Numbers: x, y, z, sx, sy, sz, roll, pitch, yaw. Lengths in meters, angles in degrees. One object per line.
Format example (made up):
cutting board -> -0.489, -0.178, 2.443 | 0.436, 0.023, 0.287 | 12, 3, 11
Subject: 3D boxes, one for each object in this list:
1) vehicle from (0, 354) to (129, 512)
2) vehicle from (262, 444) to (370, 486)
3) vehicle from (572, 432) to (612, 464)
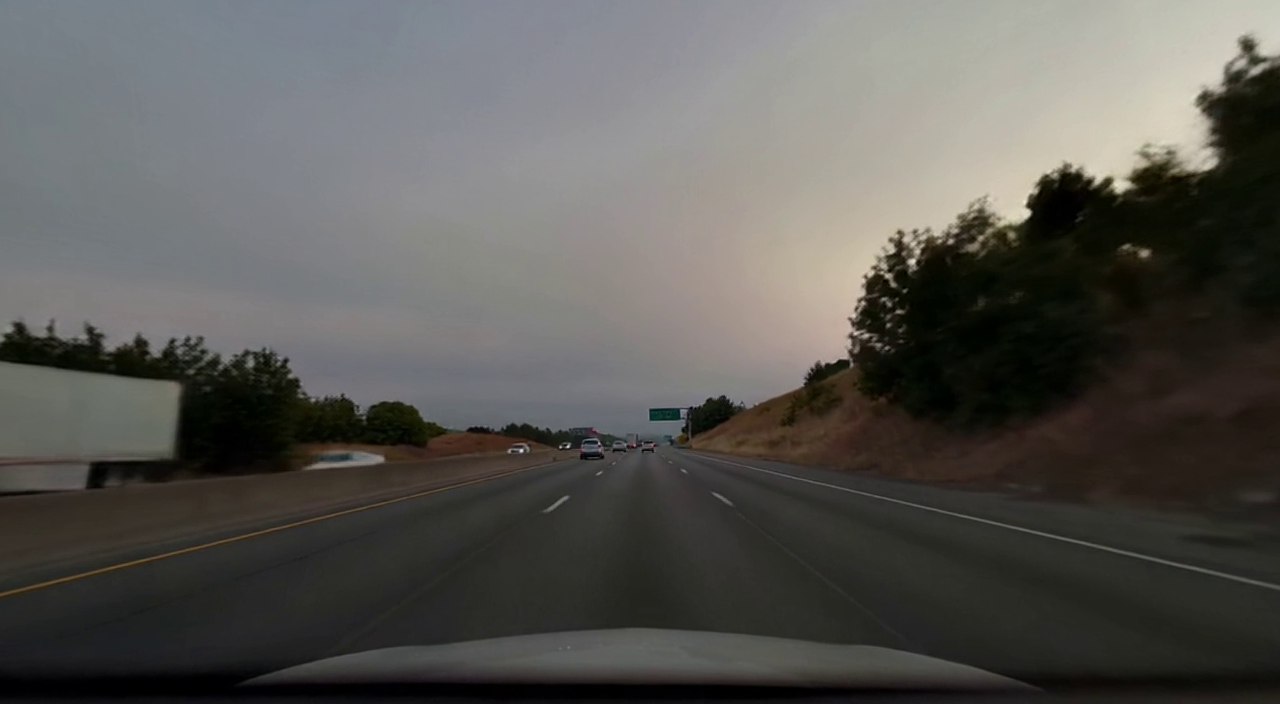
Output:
vehicle -> -17.186, 1.799, 14.141 | 2.987, 3.827, 9.899 | 0, -8, 0
vehicle -> -12.812, 4.454, 25.245 | 1.994, 1.519, 4.317 | 0, -8, 1
vehicle -> -3.219, 6.589, 43.262 | 2.286, 2.011, 4.452 | 0, -8, 1
